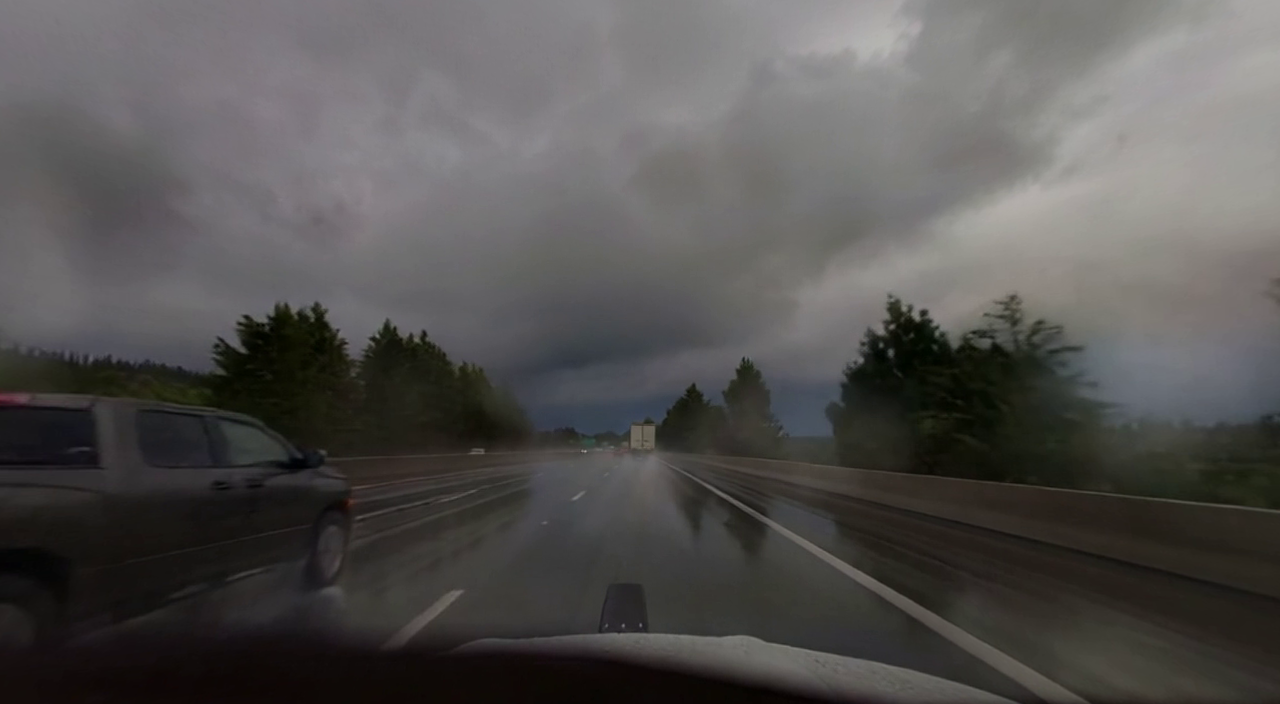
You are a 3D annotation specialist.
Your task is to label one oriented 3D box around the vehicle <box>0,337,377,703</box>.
[{"bbox_3d":[-3.337,0.933,3.166,2.017,1.680,4.636,0,-9,0],"label":"vehicle"}]
